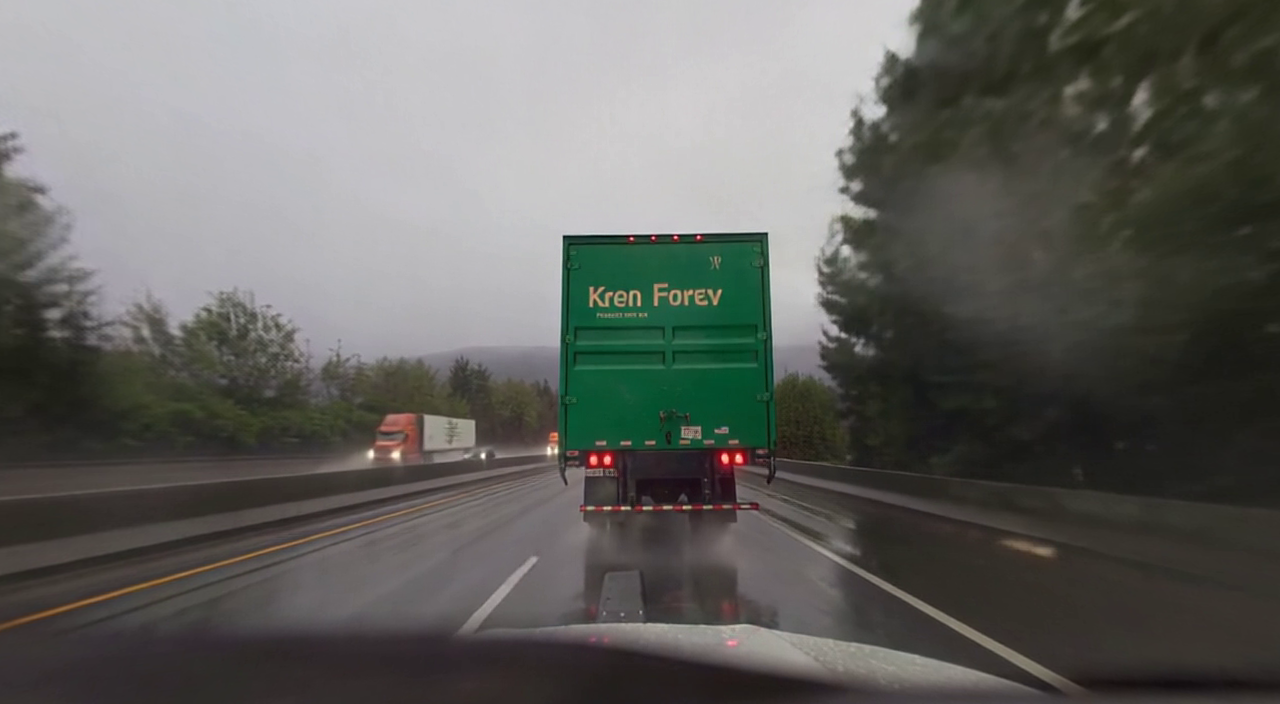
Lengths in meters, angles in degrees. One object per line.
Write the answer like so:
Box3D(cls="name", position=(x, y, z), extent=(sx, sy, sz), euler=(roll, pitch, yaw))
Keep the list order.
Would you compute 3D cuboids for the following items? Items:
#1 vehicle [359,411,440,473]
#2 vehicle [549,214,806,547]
Box3D(cls="vehicle", position=(-16.318, 6.230, 43.221), extent=(3.001, 3.922, 5.958), euler=(0, -9, 1))
Box3D(cls="vehicle", position=(0.475, 1.402, 15.359), extent=(3.230, 4.377, 14.405), euler=(0, -9, 0))
